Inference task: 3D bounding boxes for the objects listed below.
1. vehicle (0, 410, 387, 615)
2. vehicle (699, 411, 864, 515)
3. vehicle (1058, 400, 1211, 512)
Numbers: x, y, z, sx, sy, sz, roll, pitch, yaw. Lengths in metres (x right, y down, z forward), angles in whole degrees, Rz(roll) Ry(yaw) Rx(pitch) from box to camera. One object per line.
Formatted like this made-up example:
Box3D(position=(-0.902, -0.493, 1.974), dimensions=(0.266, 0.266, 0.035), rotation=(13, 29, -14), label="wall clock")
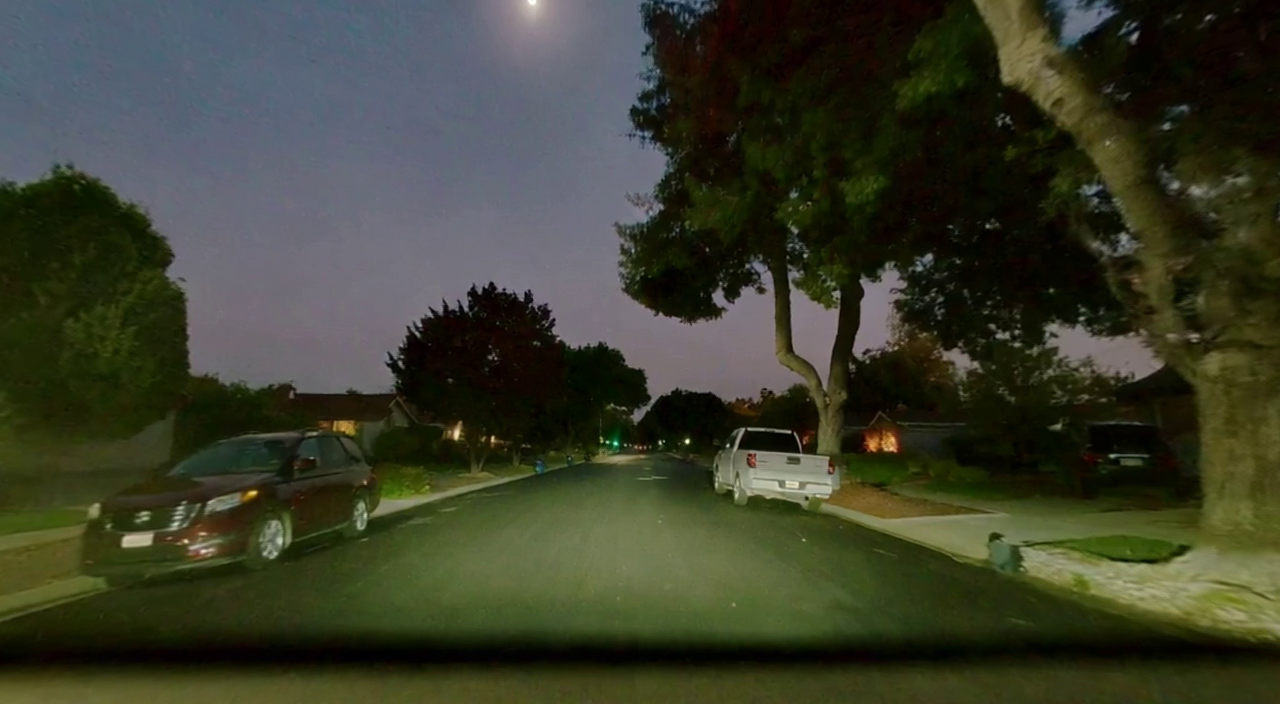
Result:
Box3D(position=(-5.191, 1.802, 8.428), dimensions=(2.075, 1.837, 4.945), rotation=(0, -7, -6), label="vehicle")
Box3D(position=(3.404, 2.944, 17.389), dimensions=(2.789, 2.206, 7.420), rotation=(0, -9, 0), label="vehicle")
Box3D(position=(12.146, 2.579, 15.963), dimensions=(2.403, 2.294, 5.205), rotation=(-6, -10, 32), label="vehicle")
